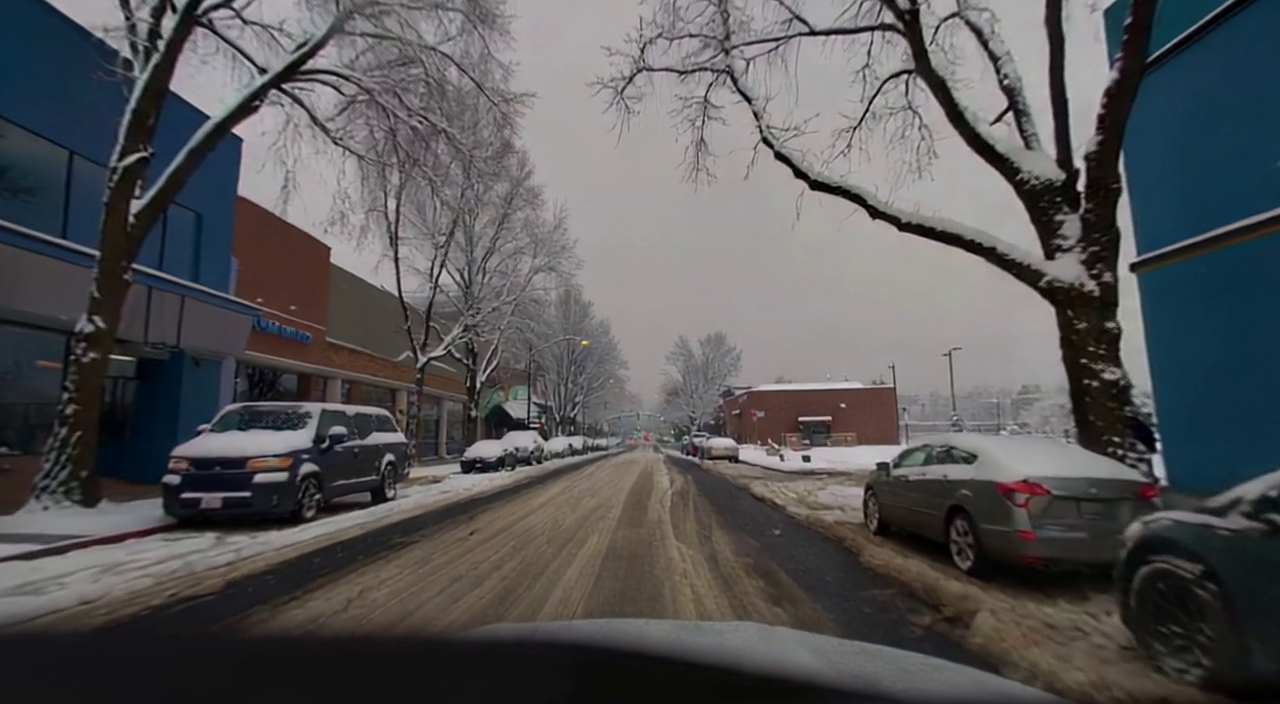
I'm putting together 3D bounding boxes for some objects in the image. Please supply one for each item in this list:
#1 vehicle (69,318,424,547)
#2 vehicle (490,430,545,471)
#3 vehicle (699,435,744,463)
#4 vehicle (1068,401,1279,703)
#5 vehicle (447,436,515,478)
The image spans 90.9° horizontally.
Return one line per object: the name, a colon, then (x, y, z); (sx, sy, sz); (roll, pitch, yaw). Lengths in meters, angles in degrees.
vehicle: (-6.845, 1.515, 12.391); (2.851, 3.375, 6.057); (0, -7, 2)
vehicle: (-6.534, 5.259, 34.172); (2.238, 1.891, 4.780); (-1, -6, -2)
vehicle: (4.654, 5.585, 36.624); (1.973, 1.494, 4.867); (0, -7, 0)
vehicle: (3.816, 0.819, 1.554); (2.065, 1.520, 4.853); (0, -7, -1)
vehicle: (-6.719, 4.436, 27.075); (1.917, 1.487, 4.659); (-2, -7, -3)
